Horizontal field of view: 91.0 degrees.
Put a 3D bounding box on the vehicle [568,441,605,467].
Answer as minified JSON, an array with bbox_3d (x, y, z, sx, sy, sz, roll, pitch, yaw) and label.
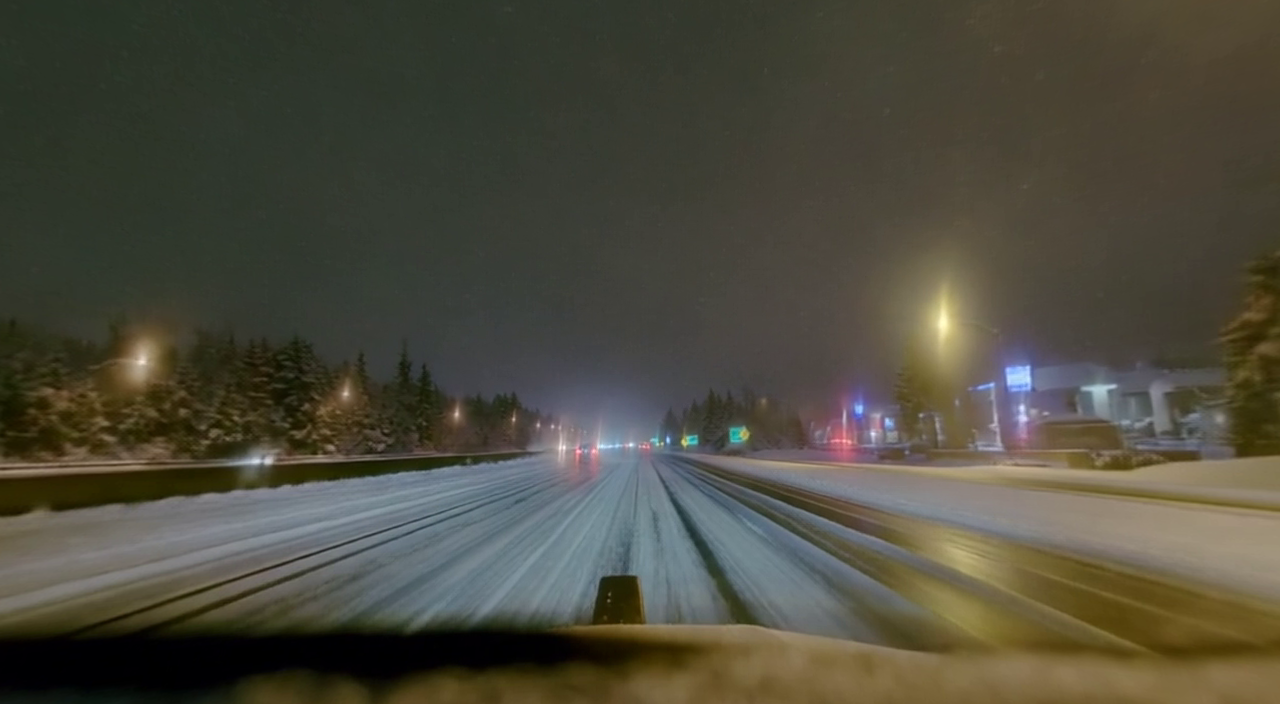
[{"bbox_3d":[-3.374,6.557,40.494,2.015,1.557,4.229,0,-9,1],"label":"vehicle"}]
